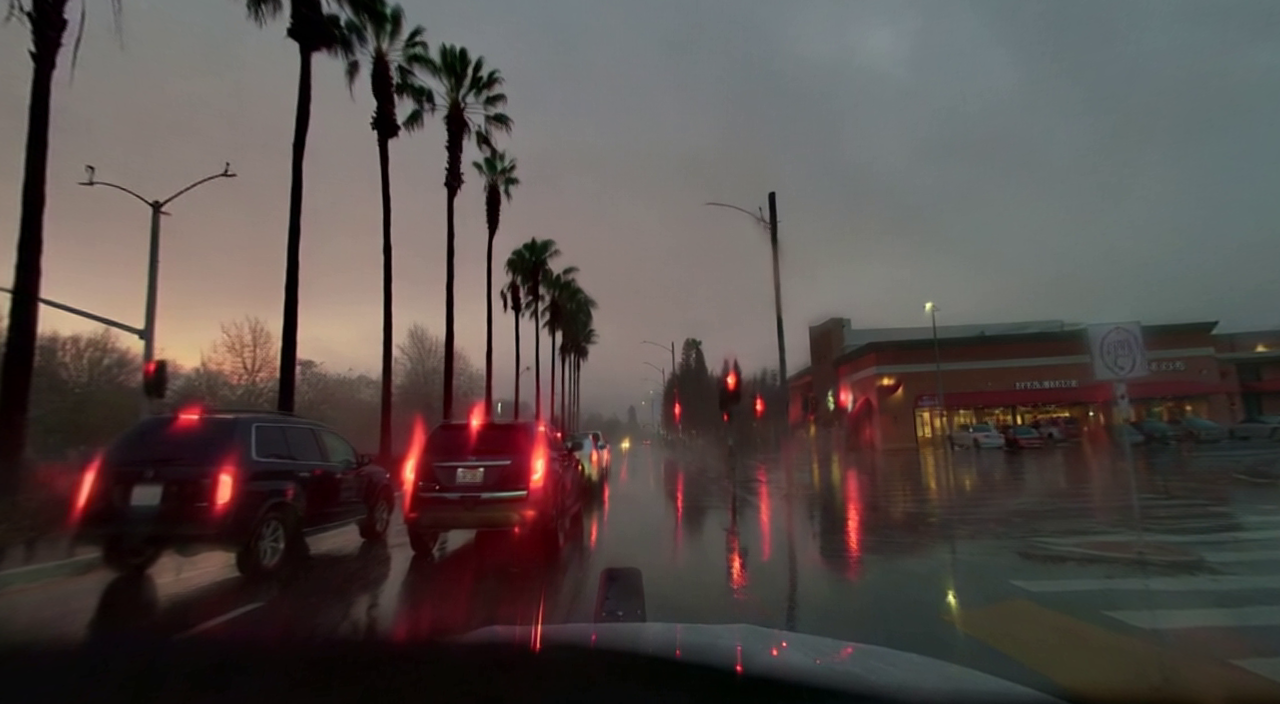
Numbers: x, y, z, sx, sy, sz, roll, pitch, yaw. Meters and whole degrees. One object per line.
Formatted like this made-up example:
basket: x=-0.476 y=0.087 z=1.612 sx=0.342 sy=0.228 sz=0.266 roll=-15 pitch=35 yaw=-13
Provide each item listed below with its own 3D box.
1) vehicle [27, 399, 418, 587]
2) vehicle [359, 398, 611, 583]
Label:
vehicle: x=-5.025 y=1.768 z=8.760 sx=2.025 sy=1.862 sz=4.804 roll=0 pitch=-9 yaw=1
vehicle: x=-1.584 y=1.662 z=8.299 sx=2.153 sy=1.759 sz=4.320 roll=0 pitch=-9 yaw=1
